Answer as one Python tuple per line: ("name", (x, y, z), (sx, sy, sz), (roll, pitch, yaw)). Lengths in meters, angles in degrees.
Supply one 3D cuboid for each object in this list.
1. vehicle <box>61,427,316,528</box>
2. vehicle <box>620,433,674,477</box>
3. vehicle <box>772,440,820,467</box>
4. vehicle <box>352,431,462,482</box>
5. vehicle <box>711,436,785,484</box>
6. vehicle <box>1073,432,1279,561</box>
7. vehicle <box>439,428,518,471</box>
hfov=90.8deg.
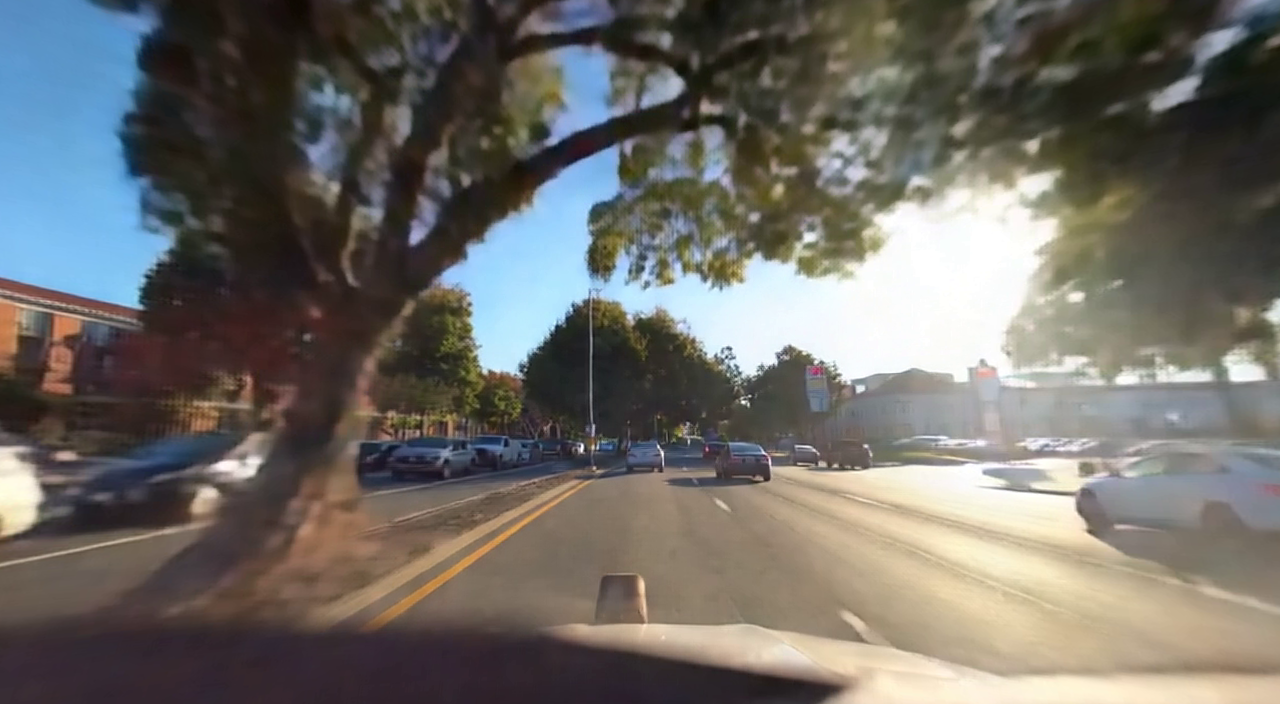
("vehicle", (-8.820, 2.419, 12.972), (1.953, 1.647, 4.401), (-2, -8, 1))
("vehicle", (0.347, 4.305, 26.739), (2.101, 1.694, 3.979), (0, -8, 2))
("vehicle", (9.298, 6.074, 38.096), (1.860, 1.475, 4.488), (0, -8, 1))
("vehicle", (-8.597, 3.909, 23.886), (2.183, 1.706, 4.862), (0, -8, 2))
("vehicle", (3.639, 3.707, 21.967), (1.852, 1.498, 3.825), (0, -8, 0))
("vehicle", (8.212, 1.790, 8.195), (1.909, 1.456, 4.569), (0, -8, 0))
("vehicle", (-8.173, 4.999, 32.597), (2.460, 1.970, 5.271), (0, -8, 2))
